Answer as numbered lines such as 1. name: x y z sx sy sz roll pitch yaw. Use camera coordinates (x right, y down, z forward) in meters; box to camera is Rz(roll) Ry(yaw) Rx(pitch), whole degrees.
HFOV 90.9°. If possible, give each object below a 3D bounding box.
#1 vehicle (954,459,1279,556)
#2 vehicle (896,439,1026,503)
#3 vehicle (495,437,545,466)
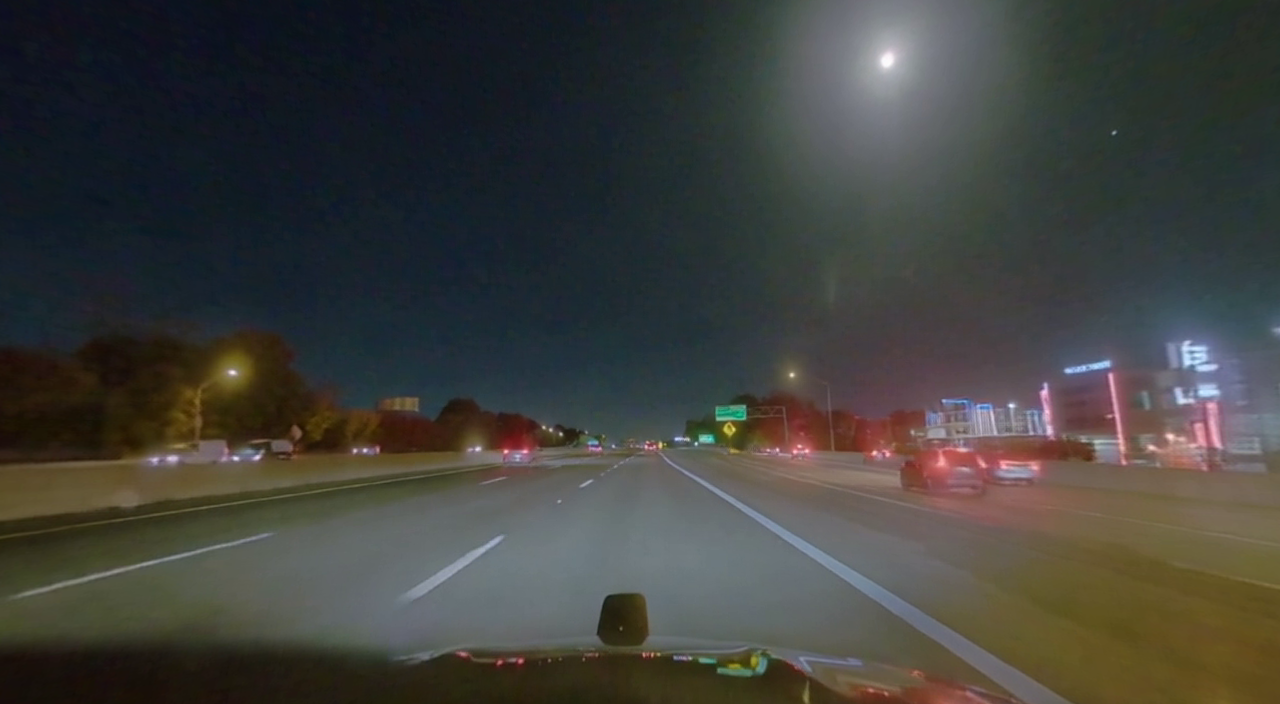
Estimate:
1. vehicle: 19.259 5.933 26.513 3.122 2.437 15.553 1 -8 -5
2. vehicle: 18.236 6.726 36.587 3.007 3.318 7.486 1 -8 -5
3. vehicle: -7.153 5.982 38.111 2.088 1.678 4.426 0 -8 1
